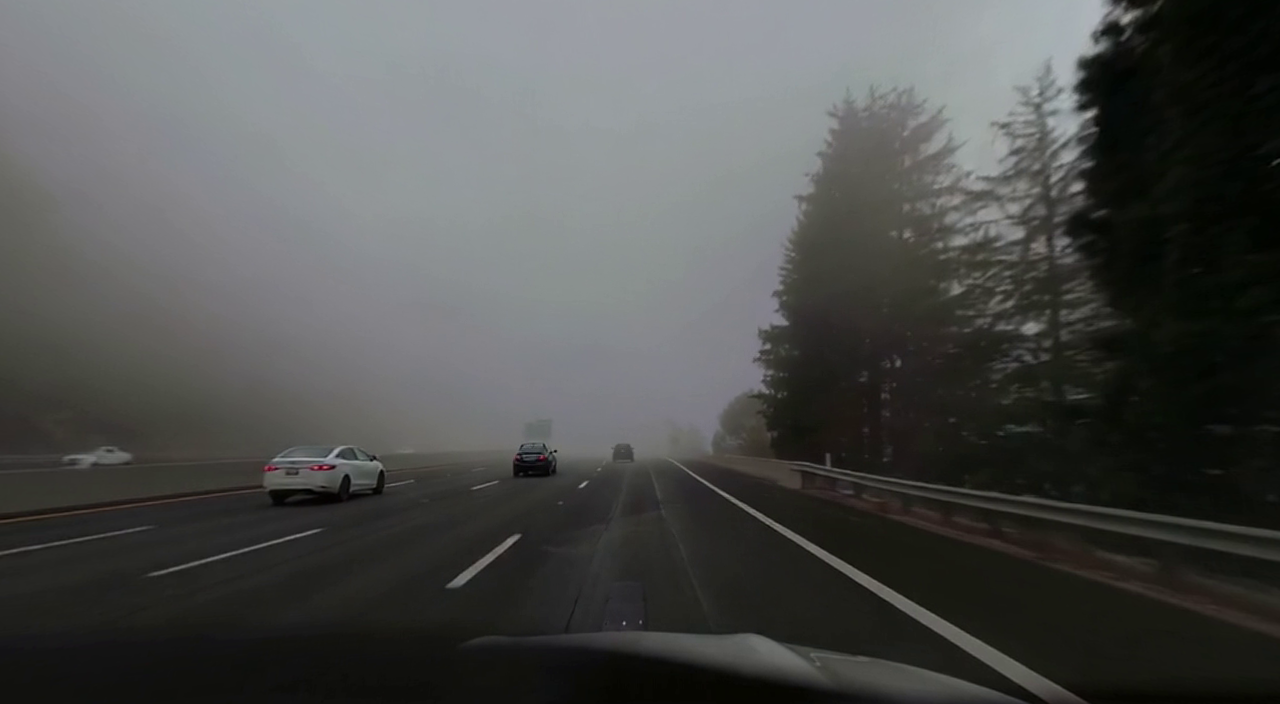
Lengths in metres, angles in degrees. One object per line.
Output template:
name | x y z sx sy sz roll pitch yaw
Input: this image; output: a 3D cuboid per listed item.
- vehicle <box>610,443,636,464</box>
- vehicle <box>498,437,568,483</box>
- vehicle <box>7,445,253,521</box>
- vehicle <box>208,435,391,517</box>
vehicle | -1.285 7.525 46.876 1.881 1.460 3.694 0 -8 -2
vehicle | -4.082 4.201 24.799 1.991 1.610 4.606 0 -8 -1
vehicle | -11.816 3.015 15.194 2.028 1.499 4.702 0 -8 0
vehicle | -7.730 2.812 14.870 2.086 1.628 4.039 0 -8 -1
